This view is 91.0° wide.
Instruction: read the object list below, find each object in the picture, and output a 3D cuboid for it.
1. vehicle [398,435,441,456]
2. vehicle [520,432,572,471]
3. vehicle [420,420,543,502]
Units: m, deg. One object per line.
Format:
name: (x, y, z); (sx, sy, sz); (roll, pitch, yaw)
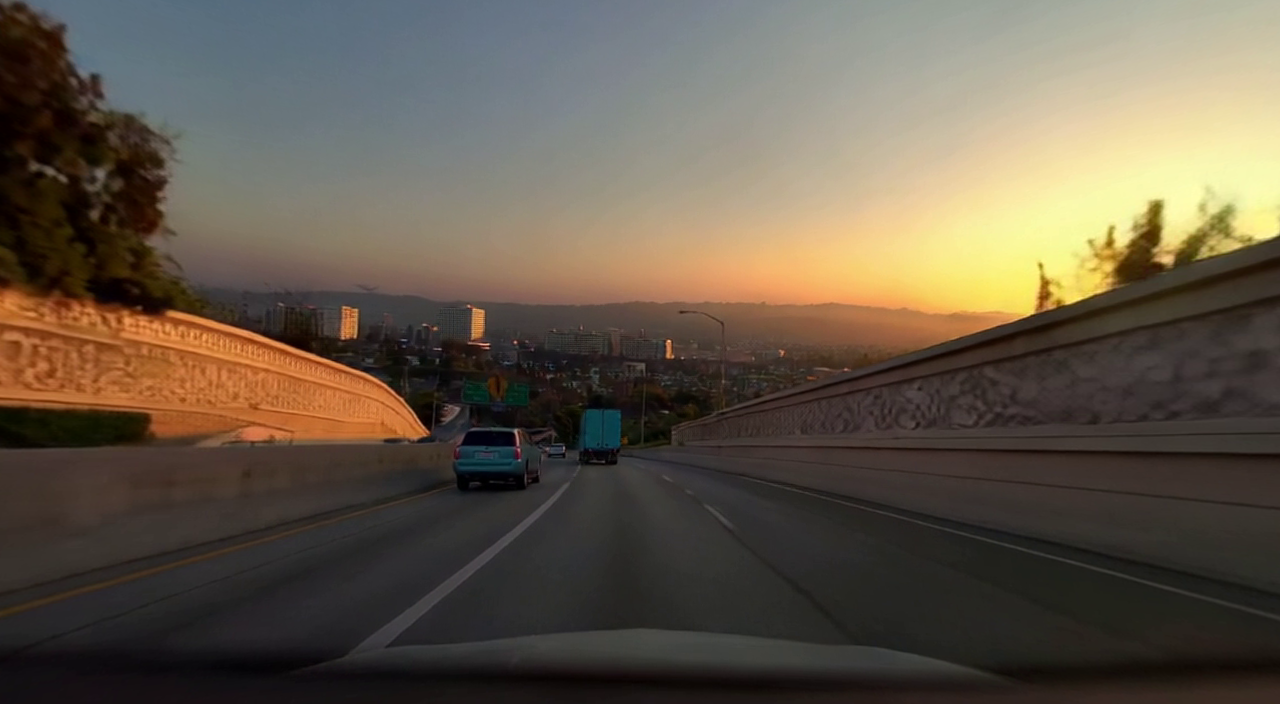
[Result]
vehicle: (-16.179, 6.885, 46.394); (1.829, 1.490, 4.148); (1, -9, -4)
vehicle: (-4.520, 4.880, 31.046); (2.044, 1.740, 4.361); (1, -9, -2)
vehicle: (-3.755, 2.672, 15.804); (2.041, 1.734, 4.391); (1, -8, -1)
